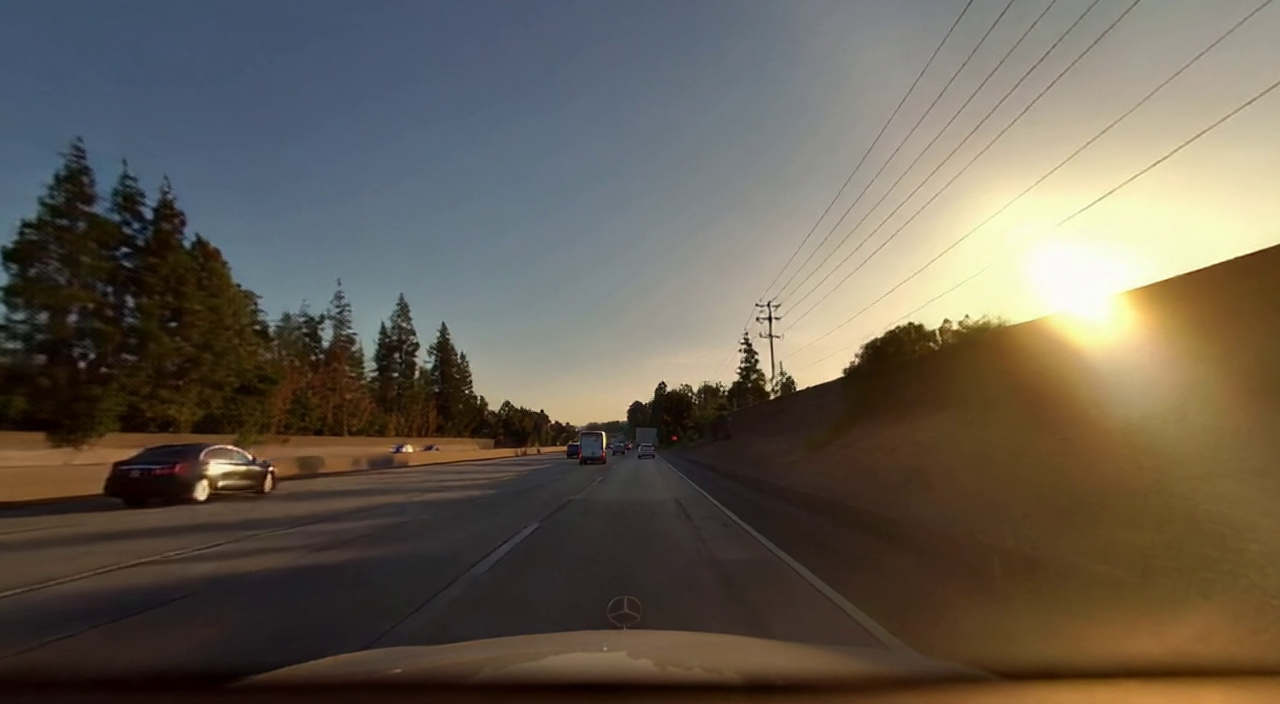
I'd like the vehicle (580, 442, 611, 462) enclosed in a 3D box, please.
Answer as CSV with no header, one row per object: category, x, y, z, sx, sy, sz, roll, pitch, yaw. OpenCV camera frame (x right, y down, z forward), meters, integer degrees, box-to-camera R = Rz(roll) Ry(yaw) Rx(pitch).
vehicle,-3.430,7.795,49.164,2.046,1.478,4.111,0,-8,0

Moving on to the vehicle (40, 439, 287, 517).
vehicle,-10.572,2.783,14.547,1.955,1.496,4.732,0,-8,1

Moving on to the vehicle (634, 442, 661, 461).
vehicle,0.610,7.894,49.831,2.057,1.453,3.926,0,-8,0
